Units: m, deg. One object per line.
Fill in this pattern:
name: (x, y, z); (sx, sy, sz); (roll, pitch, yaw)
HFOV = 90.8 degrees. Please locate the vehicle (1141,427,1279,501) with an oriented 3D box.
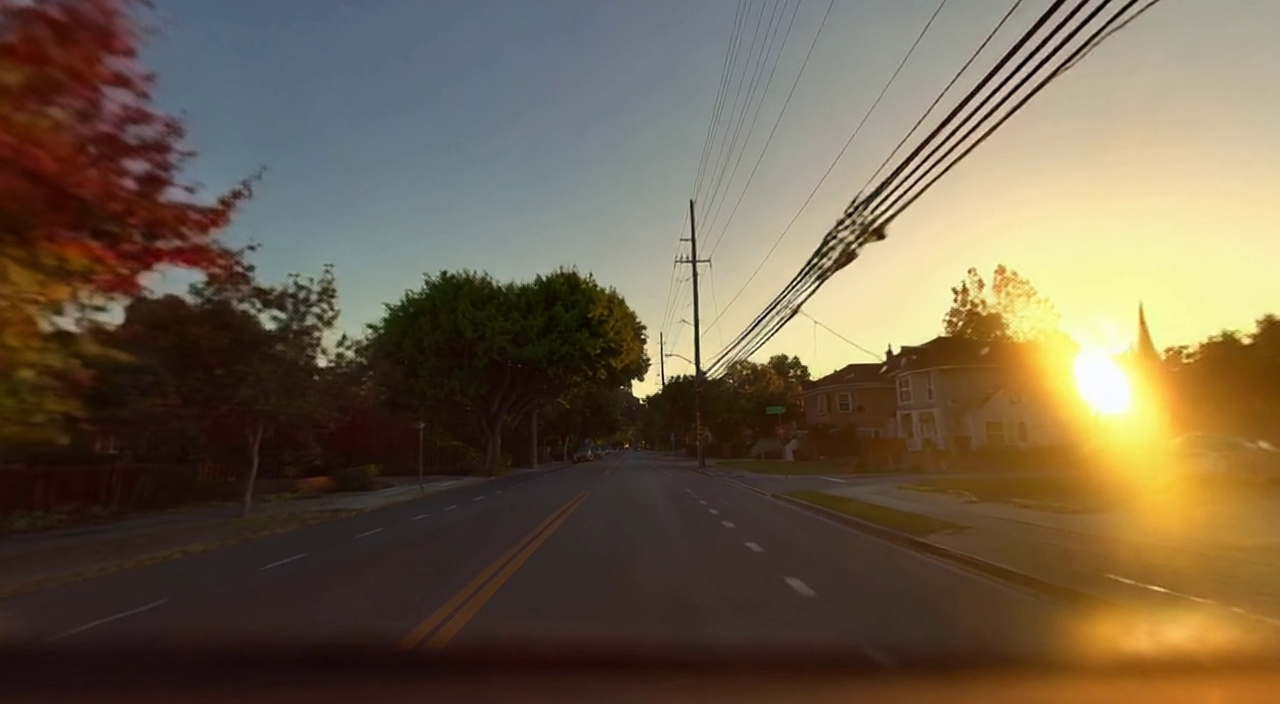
vehicle: (15.049, 2.586, 15.081); (4.376, 1.488, 1.962); (-4, -9, 0)
